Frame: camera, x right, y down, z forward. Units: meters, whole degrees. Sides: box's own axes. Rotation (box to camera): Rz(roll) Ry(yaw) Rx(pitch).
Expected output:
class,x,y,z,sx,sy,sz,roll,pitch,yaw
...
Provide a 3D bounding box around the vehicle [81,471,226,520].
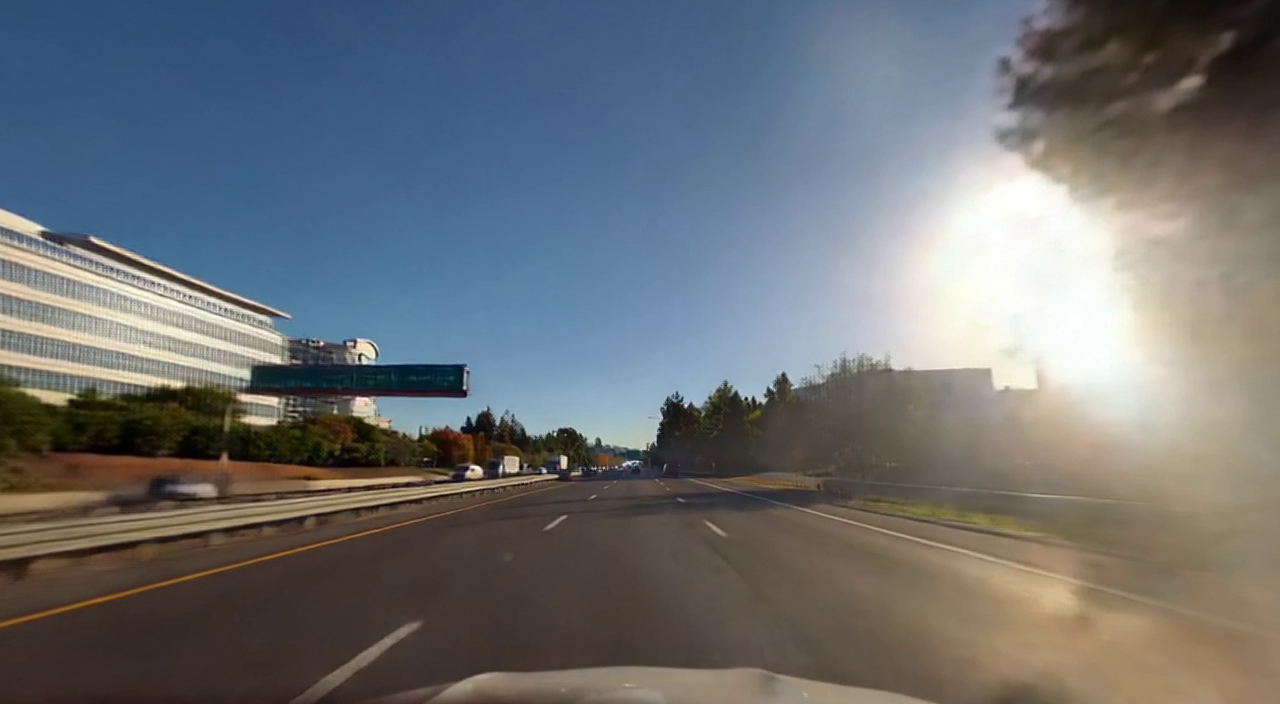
class,x,y,z,sx,sy,sz,roll,pitch,yaw
vehicle,-16.007,4.704,21.010,1.878,1.427,3.636,1,-11,0
